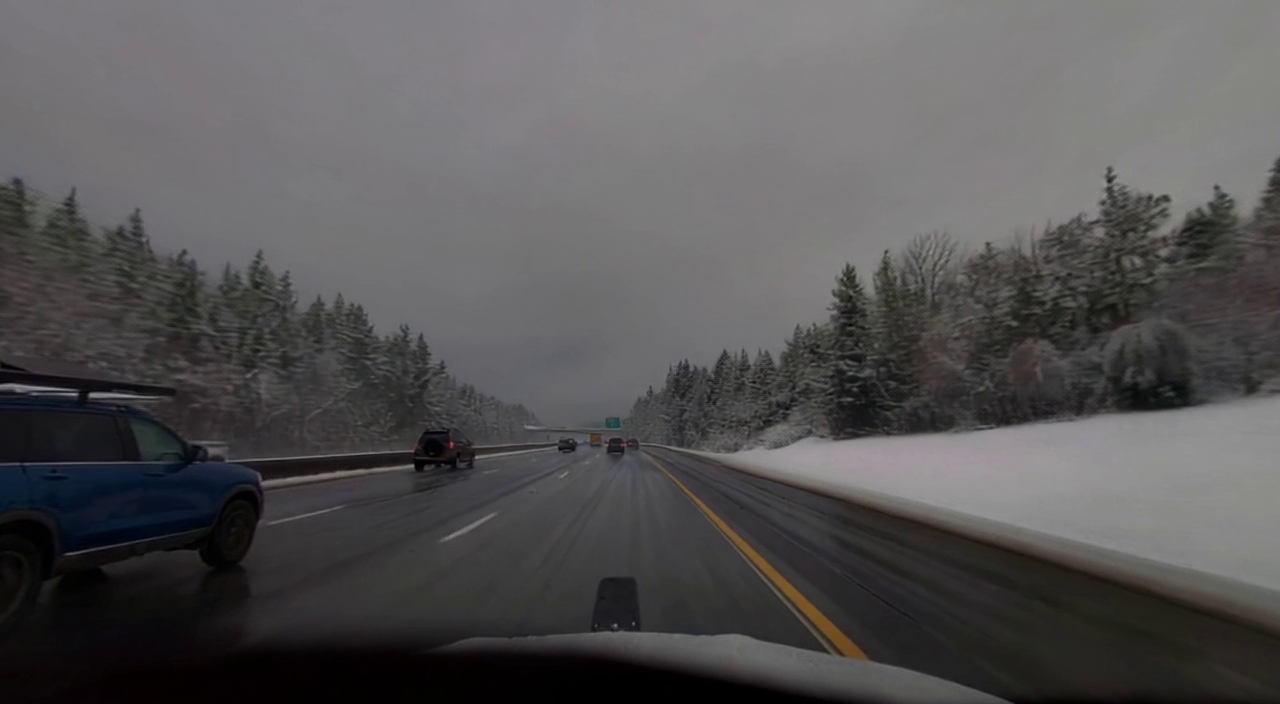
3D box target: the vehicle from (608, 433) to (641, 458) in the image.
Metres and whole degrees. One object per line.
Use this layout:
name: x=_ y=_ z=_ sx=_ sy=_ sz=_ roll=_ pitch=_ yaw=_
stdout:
vehicle: x=-1.064 y=6.543 z=44.295 sx=2.178 sy=1.658 sz=3.916 roll=0 pitch=-8 yaw=-1

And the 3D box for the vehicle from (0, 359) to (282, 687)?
vehicle: x=-4.482 y=0.964 z=3.721 sx=2.069 sy=1.748 sz=4.652 roll=0 pitch=-8 yaw=-1

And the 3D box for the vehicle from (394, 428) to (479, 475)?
vehicle: x=-8.155 y=4.018 z=25.703 sx=1.964 sy=1.745 sz=4.338 roll=0 pitch=-8 yaw=0
